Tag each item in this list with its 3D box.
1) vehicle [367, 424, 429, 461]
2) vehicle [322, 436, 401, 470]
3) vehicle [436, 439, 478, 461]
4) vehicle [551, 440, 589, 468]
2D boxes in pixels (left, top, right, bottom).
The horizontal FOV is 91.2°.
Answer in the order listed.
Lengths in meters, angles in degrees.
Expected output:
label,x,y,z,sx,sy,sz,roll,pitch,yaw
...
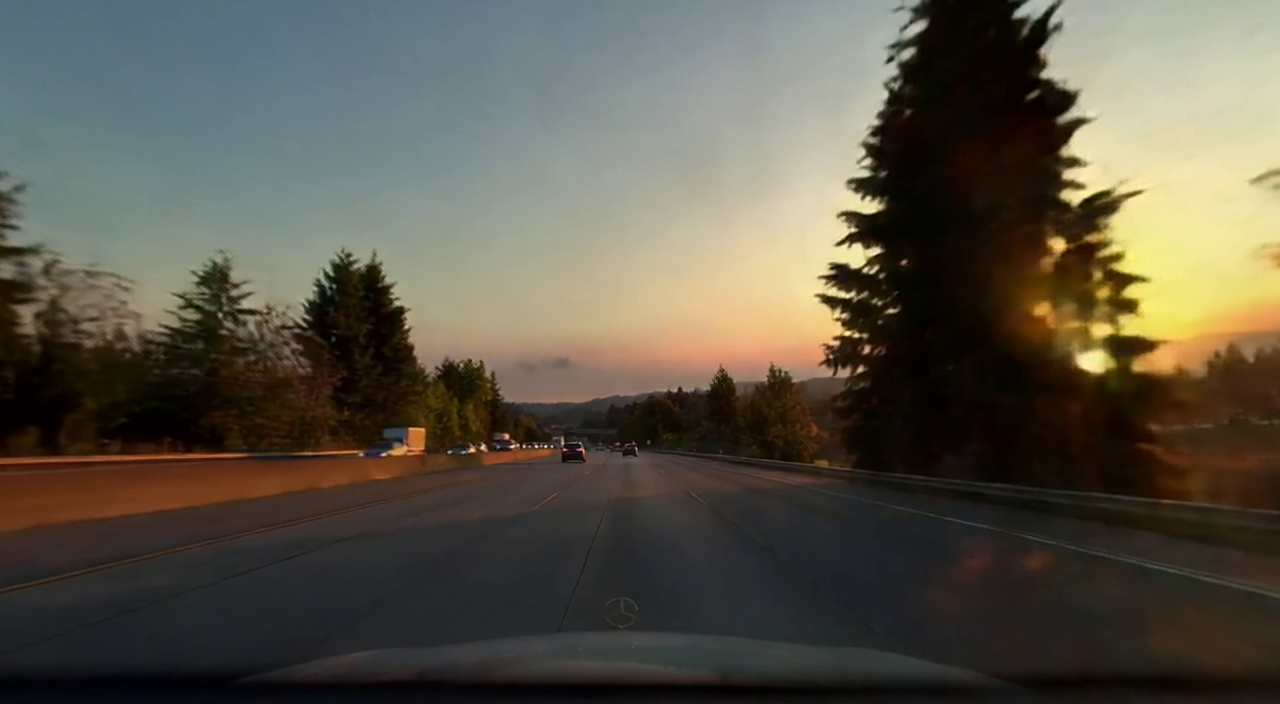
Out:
label,x,y,z,sx,sy,sz,roll,pitch,yaw
vehicle,-18.036,6.853,47.155,2.363,2.579,5.795,0,-9,-1
vehicle,-13.180,4.796,29.909,1.906,1.474,4.062,0,-9,0
vehicle,-13.198,7.133,45.511,1.862,1.487,4.033,0,-9,0
vehicle,-4.489,6.610,40.821,2.098,1.692,4.038,0,-9,-1
